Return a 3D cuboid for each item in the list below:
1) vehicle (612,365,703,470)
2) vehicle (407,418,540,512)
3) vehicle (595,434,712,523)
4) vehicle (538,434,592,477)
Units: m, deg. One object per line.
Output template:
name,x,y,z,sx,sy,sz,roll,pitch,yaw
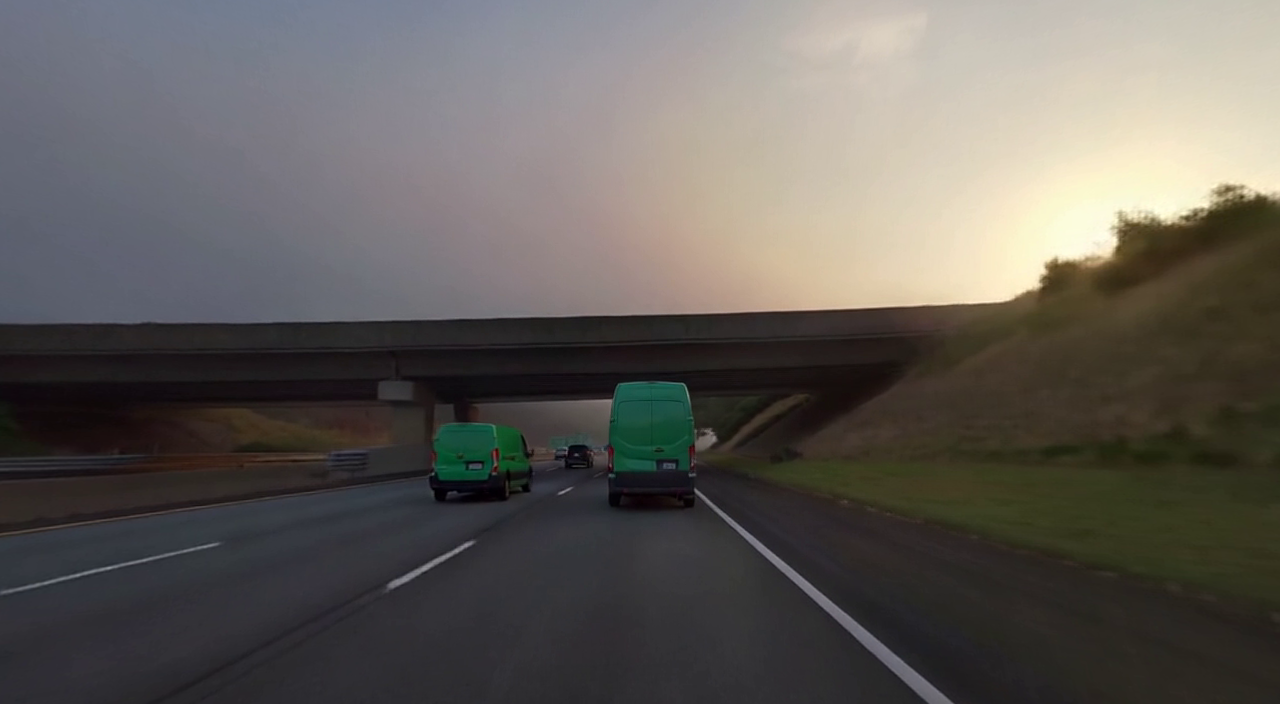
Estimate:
vehicle,0.425,3.787,32.176,3.289,3.822,18.653,0,-9,-1
vehicle,-3.662,2.575,14.661,1.951,1.882,3.979,0,-9,1
vehicle,0.225,2.428,12.521,1.991,1.507,3.391,0,-9,0
vehicle,-3.503,4.934,30.193,2.068,1.862,4.234,0,-9,0
